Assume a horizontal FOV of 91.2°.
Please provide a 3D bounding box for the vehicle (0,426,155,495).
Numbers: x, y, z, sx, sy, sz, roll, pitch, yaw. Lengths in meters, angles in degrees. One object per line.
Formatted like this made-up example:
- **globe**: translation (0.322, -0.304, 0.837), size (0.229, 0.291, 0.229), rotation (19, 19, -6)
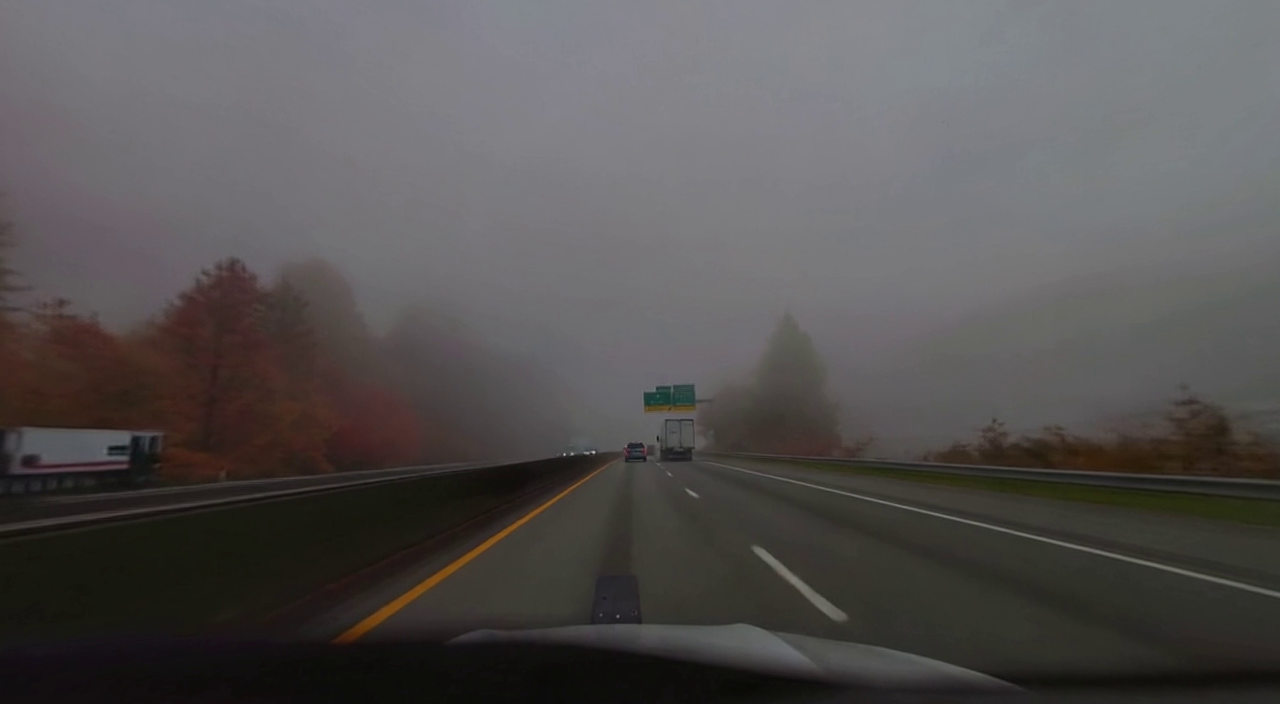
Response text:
- **vehicle**: translation (-40.460, 7.584, 44.386), size (2.932, 4.093, 14.120), rotation (1, -9, -9)

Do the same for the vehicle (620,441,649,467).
- **vehicle**: translation (-0.464, 7.756, 47.863), size (2.156, 1.886, 4.334), rotation (0, -9, -2)
